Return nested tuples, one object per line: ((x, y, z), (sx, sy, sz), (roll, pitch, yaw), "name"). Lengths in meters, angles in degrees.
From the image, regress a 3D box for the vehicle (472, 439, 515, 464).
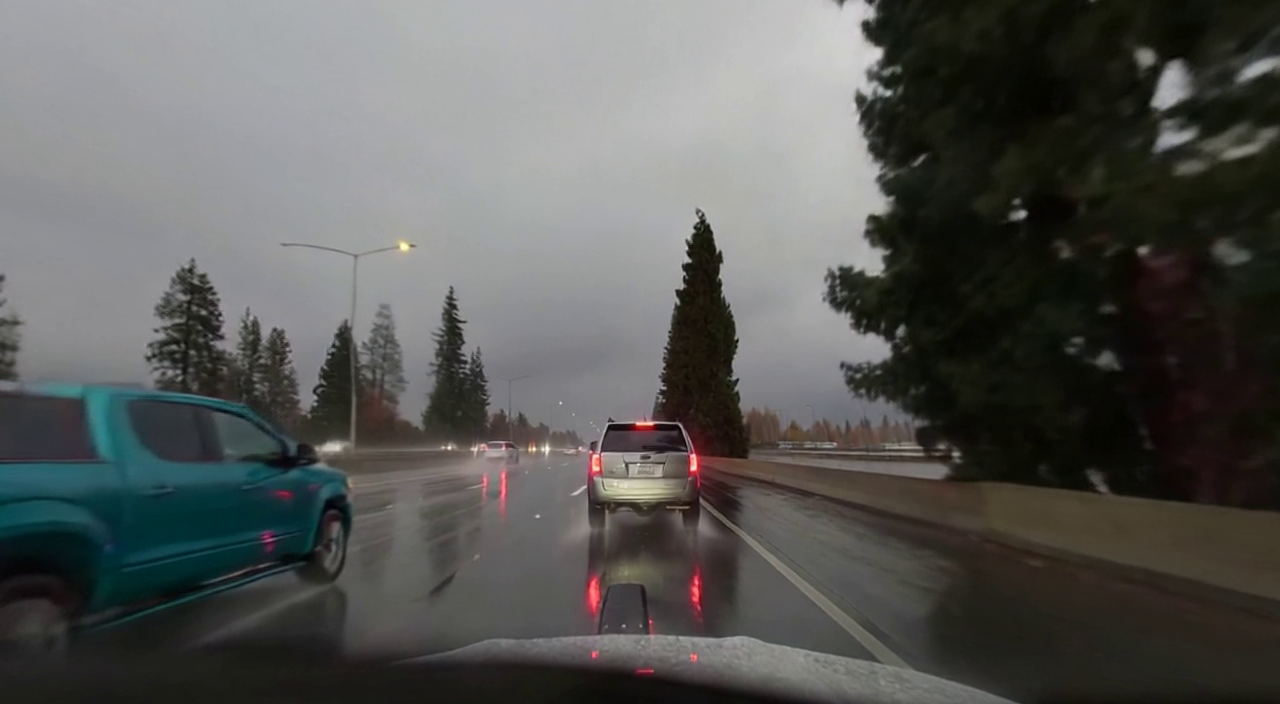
((-10.724, 7.325, 46.537), (2.009, 1.771, 4.540), (0, -8, 1), "vehicle")

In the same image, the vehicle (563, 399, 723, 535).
((0.020, 2.076, 11.896), (2.395, 2.013, 4.734), (0, -8, -1), "vehicle")

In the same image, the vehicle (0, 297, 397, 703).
((-4.091, 0.970, 4.348), (2.486, 1.962, 5.525), (0, -8, 2), "vehicle")
